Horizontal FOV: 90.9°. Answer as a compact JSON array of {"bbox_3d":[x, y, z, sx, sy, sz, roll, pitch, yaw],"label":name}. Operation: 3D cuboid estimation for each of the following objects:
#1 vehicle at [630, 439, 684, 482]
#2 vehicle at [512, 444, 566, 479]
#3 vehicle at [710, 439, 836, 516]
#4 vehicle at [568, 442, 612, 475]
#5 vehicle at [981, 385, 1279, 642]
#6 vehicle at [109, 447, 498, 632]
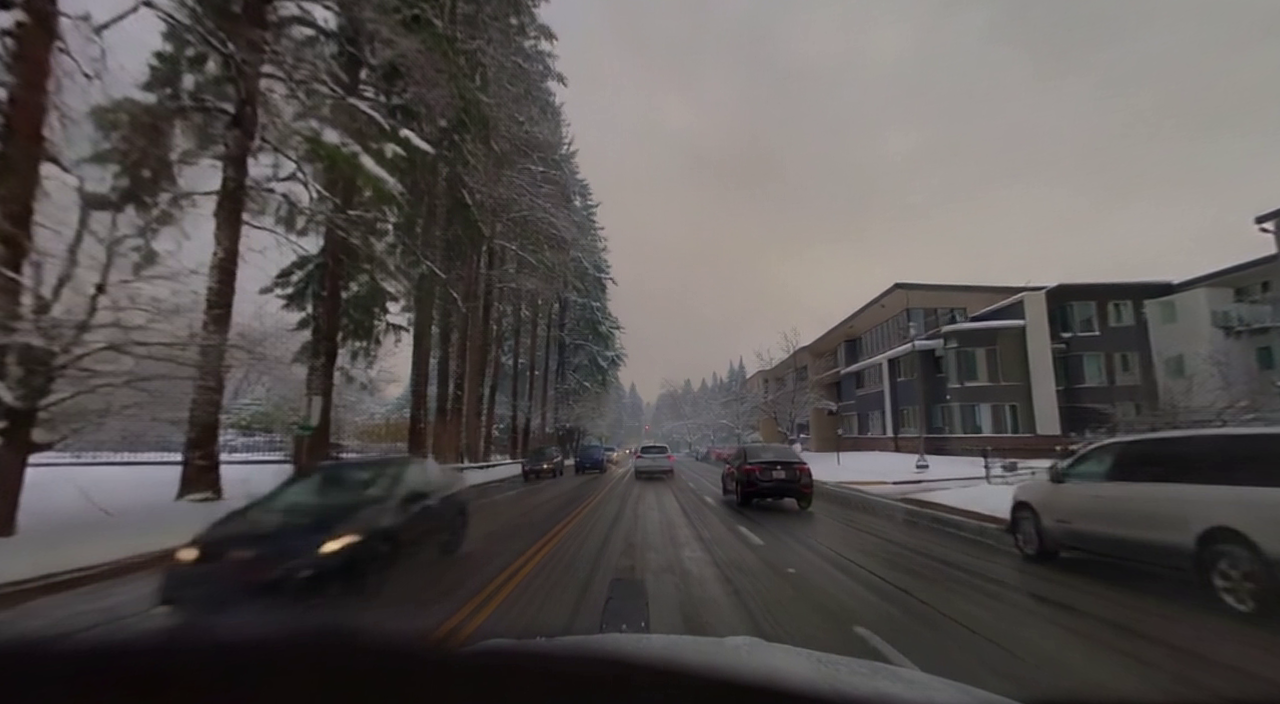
[{"bbox_3d":[0.693,4.596,26.961,2.105,1.653,3.887,0,-9,0],"label":"vehicle"},{"bbox_3d":[-5.466,5.983,34.820,2.132,1.769,4.760,0,-9,1],"label":"vehicle"},{"bbox_3d":[2.927,2.846,14.857,1.991,1.536,4.116,0,-9,-1],"label":"vehicle"},{"bbox_3d":[-2.743,5.972,35.590,2.065,1.708,4.311,0,-9,1],"label":"vehicle"},{"bbox_3d":[5.592,1.373,6.011,2.059,1.813,4.637,0,-9,0],"label":"vehicle"},{"bbox_3d":[-3.117,1.788,7.079,1.997,1.415,4.195,0,-9,1],"label":"vehicle"}]
